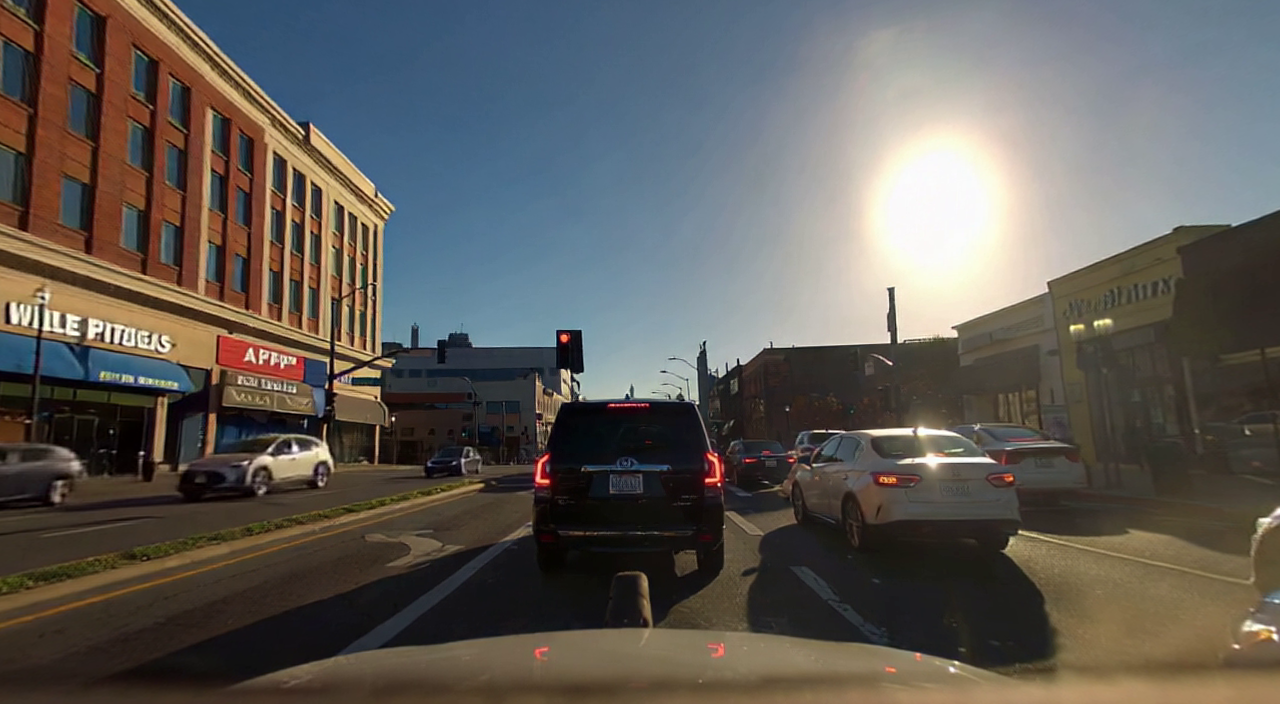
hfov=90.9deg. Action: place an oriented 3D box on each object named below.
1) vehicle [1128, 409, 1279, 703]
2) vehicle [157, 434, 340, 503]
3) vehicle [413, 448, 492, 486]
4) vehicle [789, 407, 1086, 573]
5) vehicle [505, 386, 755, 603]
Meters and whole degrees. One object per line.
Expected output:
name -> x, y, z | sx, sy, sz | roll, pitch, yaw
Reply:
vehicle -> 3.367, 0.732, 0.816 | 1.884, 1.484, 4.609 | 0, -8, 2
vehicle -> -11.804, 3.530, 19.648 | 2.224, 1.840, 5.290 | 0, -8, 1
vehicle -> -7.992, 4.898, 27.279 | 1.930, 1.484, 4.252 | 0, -8, 3
vehicle -> 3.624, 1.760, 8.807 | 2.036, 1.719, 4.318 | 0, -8, 0
vehicle -> -0.004, 1.541, 7.679 | 2.154, 1.861, 4.280 | 0, -8, 2
